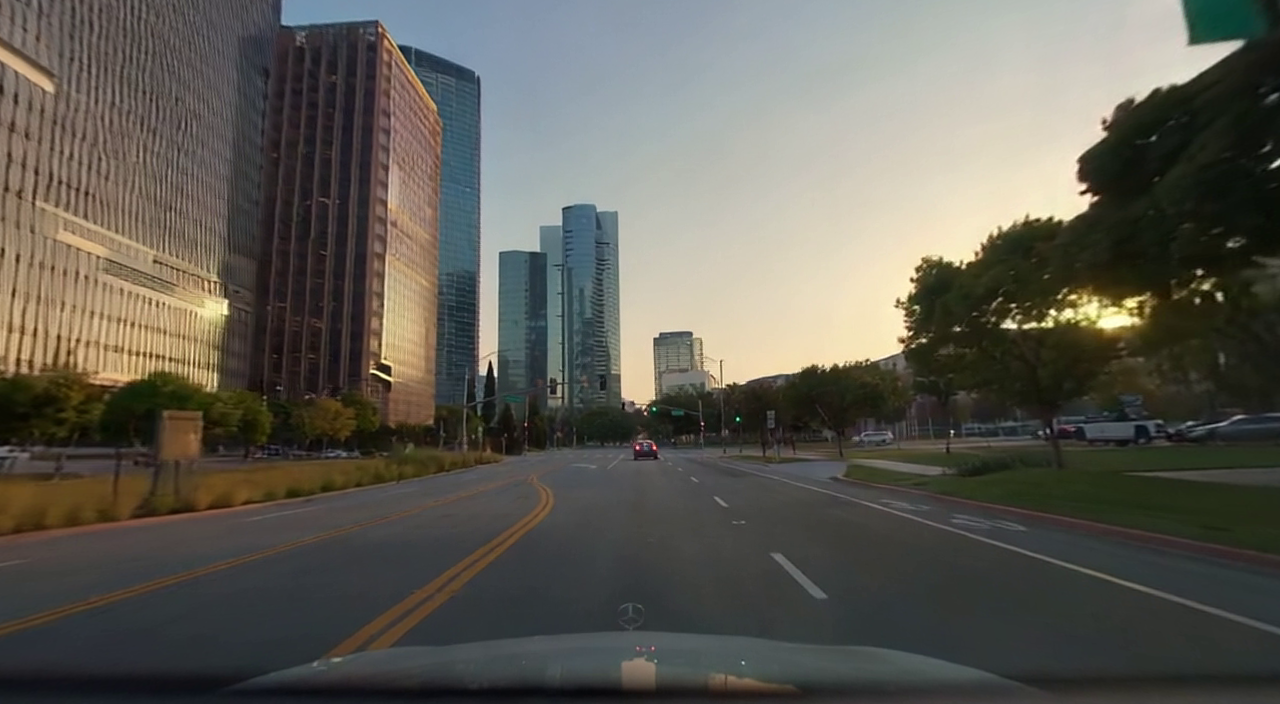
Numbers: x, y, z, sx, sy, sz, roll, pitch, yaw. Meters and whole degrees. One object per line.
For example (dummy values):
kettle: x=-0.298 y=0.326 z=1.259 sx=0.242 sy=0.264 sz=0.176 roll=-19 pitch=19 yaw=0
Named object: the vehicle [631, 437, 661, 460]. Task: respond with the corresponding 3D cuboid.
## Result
vehicle: x=0.428 y=7.418 z=48.399 sx=2.184 sy=1.640 sz=4.086 roll=1 pitch=-9 yaw=-1
